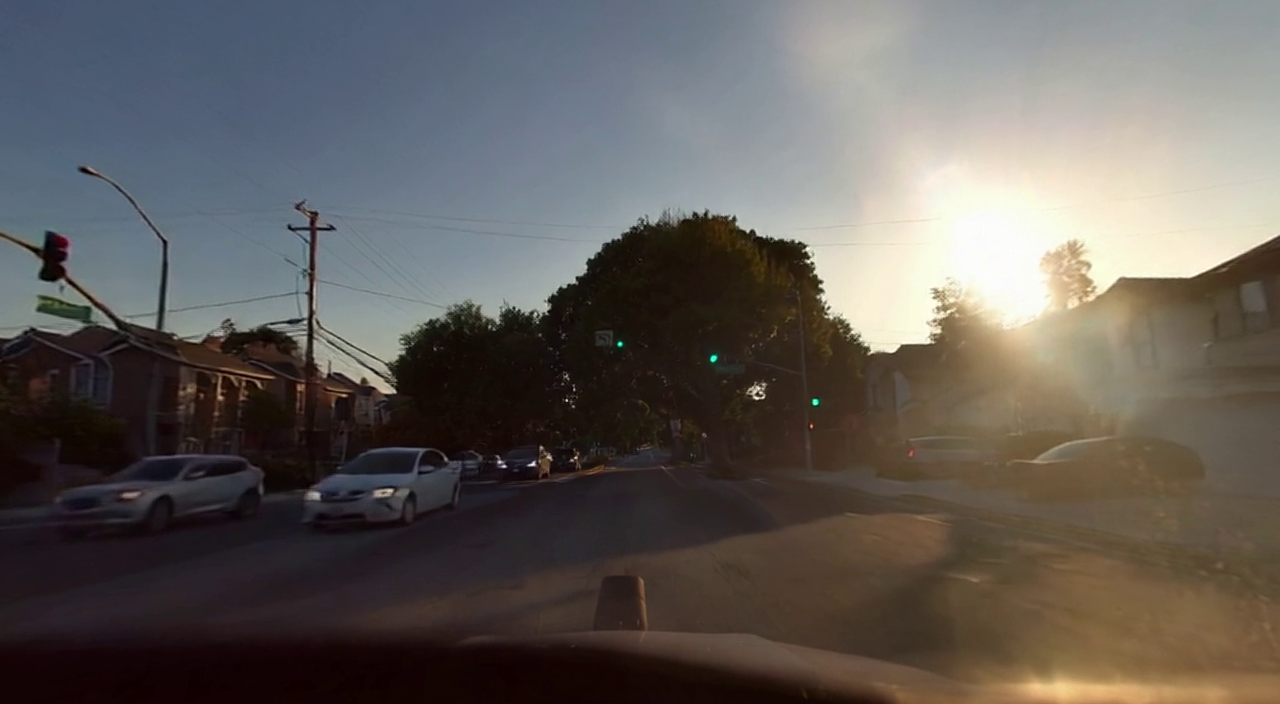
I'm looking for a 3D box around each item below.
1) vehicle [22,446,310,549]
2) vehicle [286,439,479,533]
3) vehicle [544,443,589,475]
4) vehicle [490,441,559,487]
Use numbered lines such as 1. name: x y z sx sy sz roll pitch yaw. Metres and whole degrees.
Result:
1. vehicle: -8.415 2.555 11.888 1.985 1.475 4.383 -1 -8 1
2. vehicle: -4.684 2.453 12.322 2.003 1.462 4.220 -1 -8 0
3. vehicle: -4.450 6.521 38.811 2.095 1.731 4.462 -1 -8 1
4. vehicle: -4.579 4.480 25.627 1.999 1.652 3.962 -1 -8 1
